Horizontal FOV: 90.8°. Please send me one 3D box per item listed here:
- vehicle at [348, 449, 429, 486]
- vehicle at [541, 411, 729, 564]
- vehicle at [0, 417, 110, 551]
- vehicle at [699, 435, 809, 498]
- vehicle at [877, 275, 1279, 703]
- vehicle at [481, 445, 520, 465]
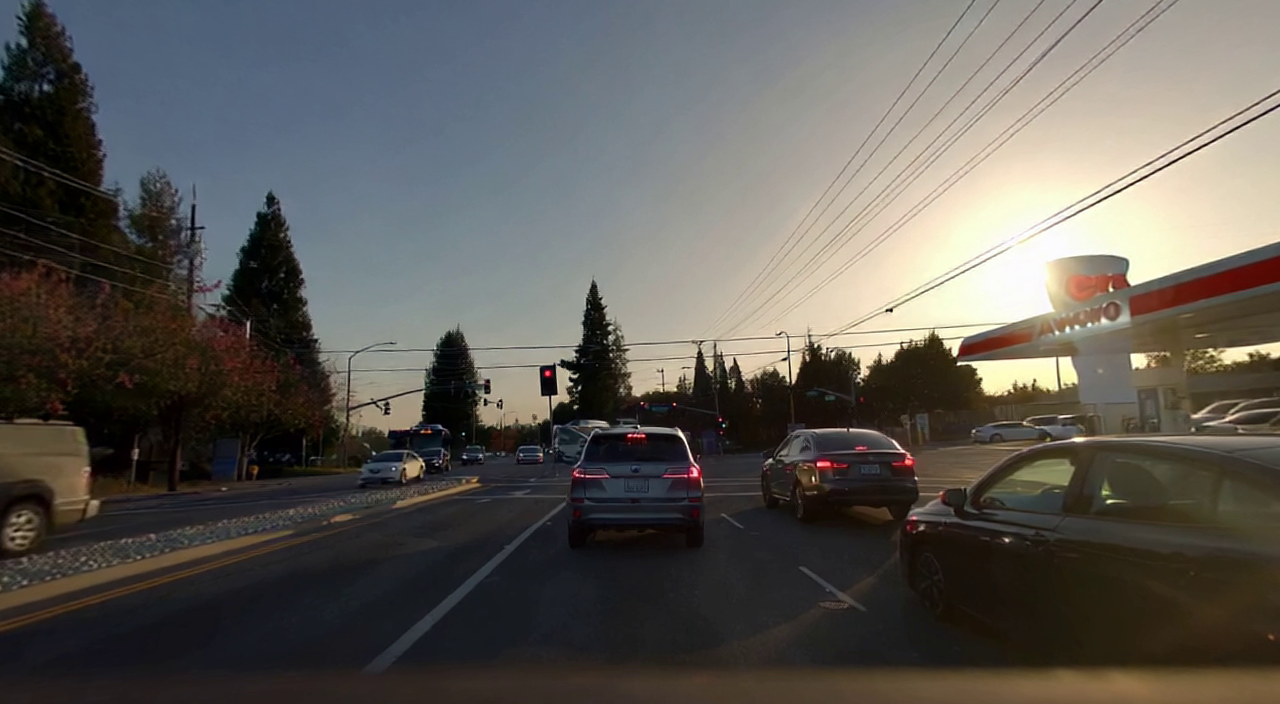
[{"bbox_3d":[-10.486,4.818,26.656,1.812,1.403,3.918,0,-9,0],"label":"vehicle"},{"bbox_3d":[-0.104,1.805,9.109,2.087,1.677,4.053,0,-9,-1],"label":"vehicle"},{"bbox_3d":[-10.586,1.778,8.122,2.333,1.950,5.941,0,-9,1],"label":"vehicle"},{"bbox_3d":[2.892,3.041,17.170,2.040,1.481,4.407,0,-9,-2],"label":"vehicle"},{"bbox_3d":[3.101,0.833,3.209,2.049,1.813,4.245,0,-9,-1],"label":"vehicle"},{"bbox_3d":[-10.756,7.979,49.041,2.030,1.498,4.690,0,-9,0],"label":"vehicle"}]
